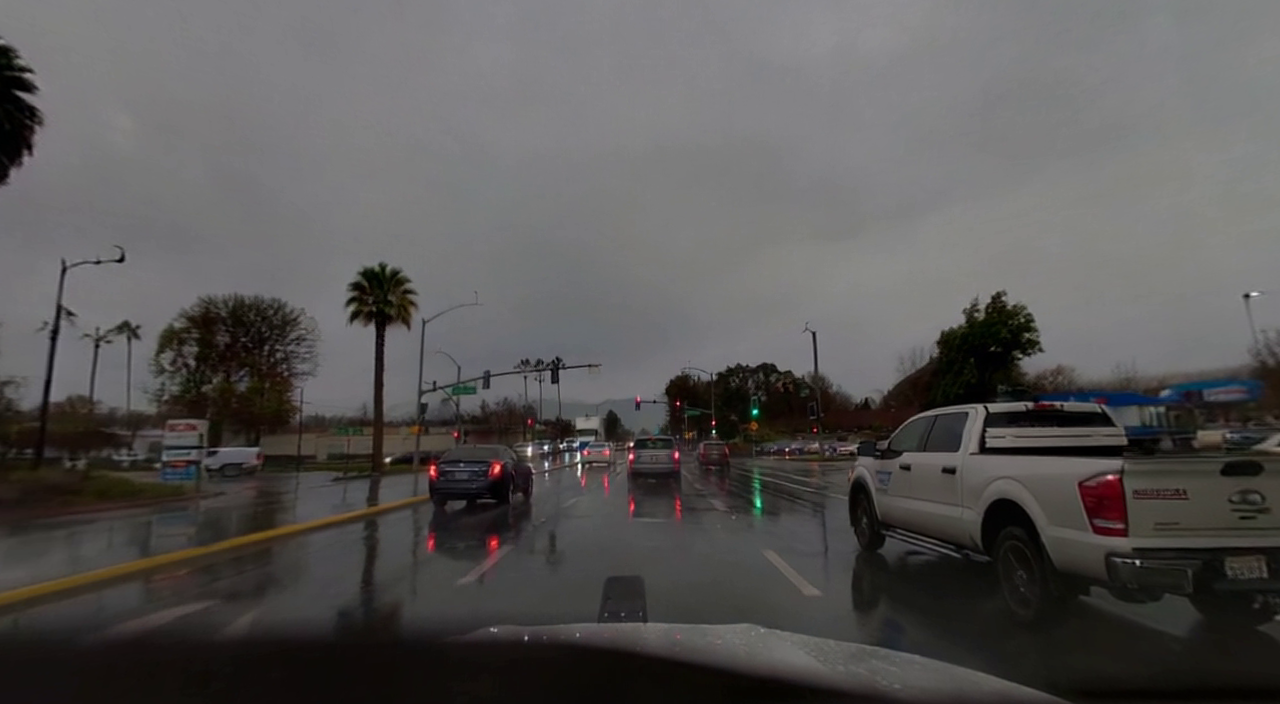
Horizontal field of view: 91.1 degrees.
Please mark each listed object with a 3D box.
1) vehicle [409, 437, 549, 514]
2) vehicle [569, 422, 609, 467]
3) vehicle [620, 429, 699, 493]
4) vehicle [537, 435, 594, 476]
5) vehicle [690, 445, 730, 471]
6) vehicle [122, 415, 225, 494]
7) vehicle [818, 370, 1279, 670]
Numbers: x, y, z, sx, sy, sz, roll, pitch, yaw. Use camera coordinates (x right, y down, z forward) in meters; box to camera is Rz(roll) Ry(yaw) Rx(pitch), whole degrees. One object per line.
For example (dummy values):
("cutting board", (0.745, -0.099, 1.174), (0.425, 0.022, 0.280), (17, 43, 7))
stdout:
("vehicle", (-3.556, 2.814, 14.920), (1.983, 1.502, 4.720), (0, -8, 1))
("vehicle", (-3.429, 6.362, 43.366), (2.393, 2.865, 5.466), (0, -8, -1))
("vehicle", (0.585, 3.559, 20.968), (2.295, 1.835, 5.471), (0, -8, 1))
("vehicle", (-3.541, 5.034, 30.728), (2.071, 1.811, 4.605), (0, -8, 2))
("vehicle", (4.084, 6.258, 37.185), (1.901, 1.401, 3.965), (0, -8, 0))
("vehicle", (-18.611, 4.051, 25.036), (3.441, 2.870, 2.109), (-7, -10, 35))
("vehicle", (3.745, 1.422, 6.675), (2.120, 1.828, 5.531), (0, -8, 1))
